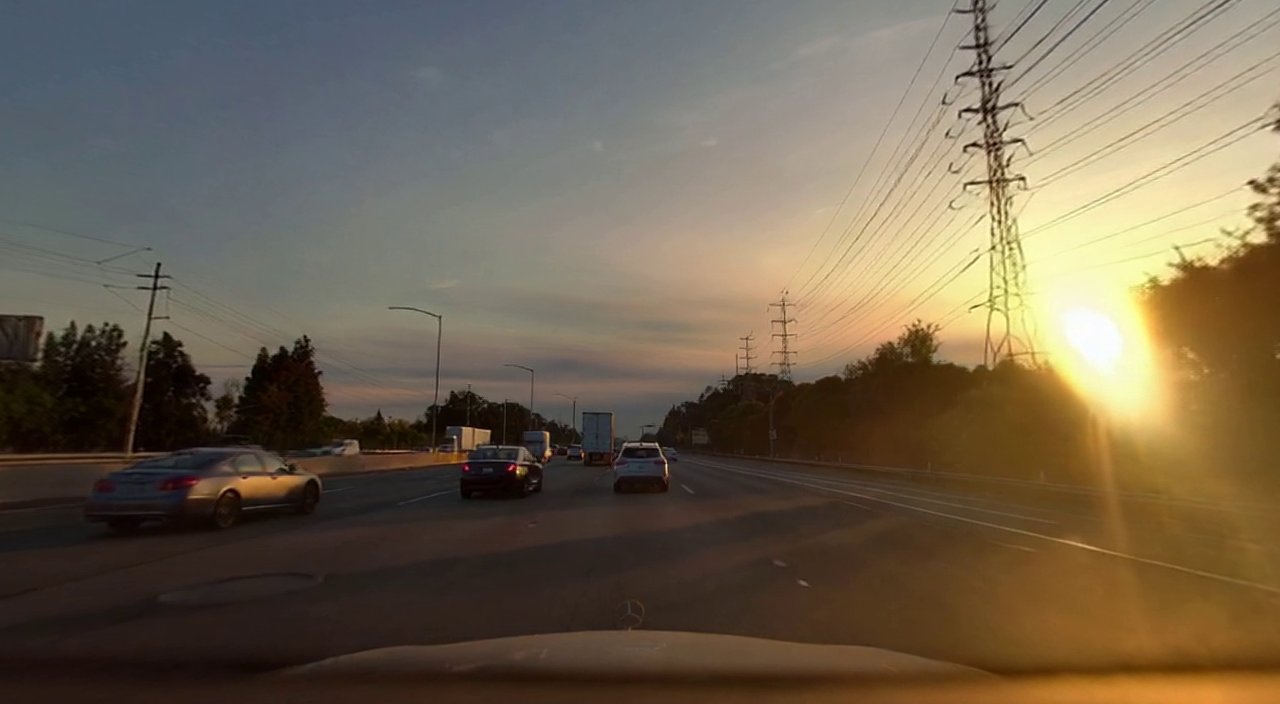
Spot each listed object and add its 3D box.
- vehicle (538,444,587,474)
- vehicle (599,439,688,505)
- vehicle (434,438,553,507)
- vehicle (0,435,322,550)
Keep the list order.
[{"bbox_3d":[-3.888,5.452,32.299,2.013,1.437,3.801,0,-9,0],"label":"vehicle"},{"bbox_3d":[0.019,3.044,16.524,2.018,1.470,4.491,0,-9,-2],"label":"vehicle"},{"bbox_3d":[-3.469,2.930,15.750,1.912,1.464,4.115,0,-9,1],"label":"vehicle"},{"bbox_3d":[-7.338,2.125,10.287,1.867,1.445,4.499,0,-9,1],"label":"vehicle"}]
